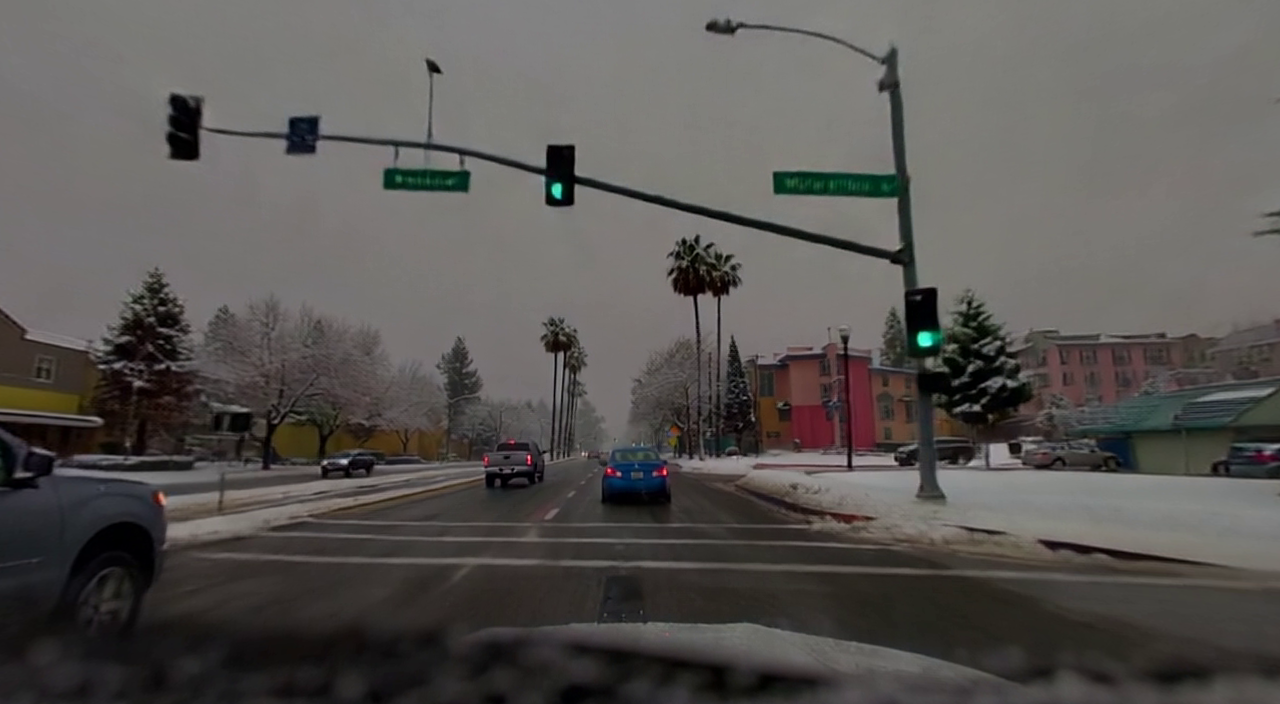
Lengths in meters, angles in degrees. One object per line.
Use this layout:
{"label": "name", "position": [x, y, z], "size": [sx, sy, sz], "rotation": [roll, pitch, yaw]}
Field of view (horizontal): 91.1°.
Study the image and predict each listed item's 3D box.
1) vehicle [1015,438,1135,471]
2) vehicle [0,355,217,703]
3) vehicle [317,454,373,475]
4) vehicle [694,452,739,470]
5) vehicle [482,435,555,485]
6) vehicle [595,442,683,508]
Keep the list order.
{"label": "vehicle", "position": [26.409, 6.210, 38.280], "size": [5.602, 1.903, 2.128], "rotation": [-1, -9, 1]}
{"label": "vehicle", "position": [-4.540, 0.783, 2.060], "size": [2.187, 1.904, 6.103], "rotation": [0, -9, -2]}
{"label": "vehicle", "position": [-22.939, 8.745, 49.038], "size": [1.982, 1.482, 4.643], "rotation": [-1, -9, 1]}
{"label": "vehicle", "position": [5.597, 7.913, 45.665], "size": [2.949, 1.209, 3.070], "rotation": [-2, -9, 13]}
{"label": "vehicle", "position": [-5.489, 4.983, 29.297], "size": [2.447, 2.062, 5.911], "rotation": [0, -9, -2]}
{"label": "vehicle", "position": [-0.100, 3.274, 17.228], "size": [2.122, 1.562, 4.152], "rotation": [0, -9, -2]}
